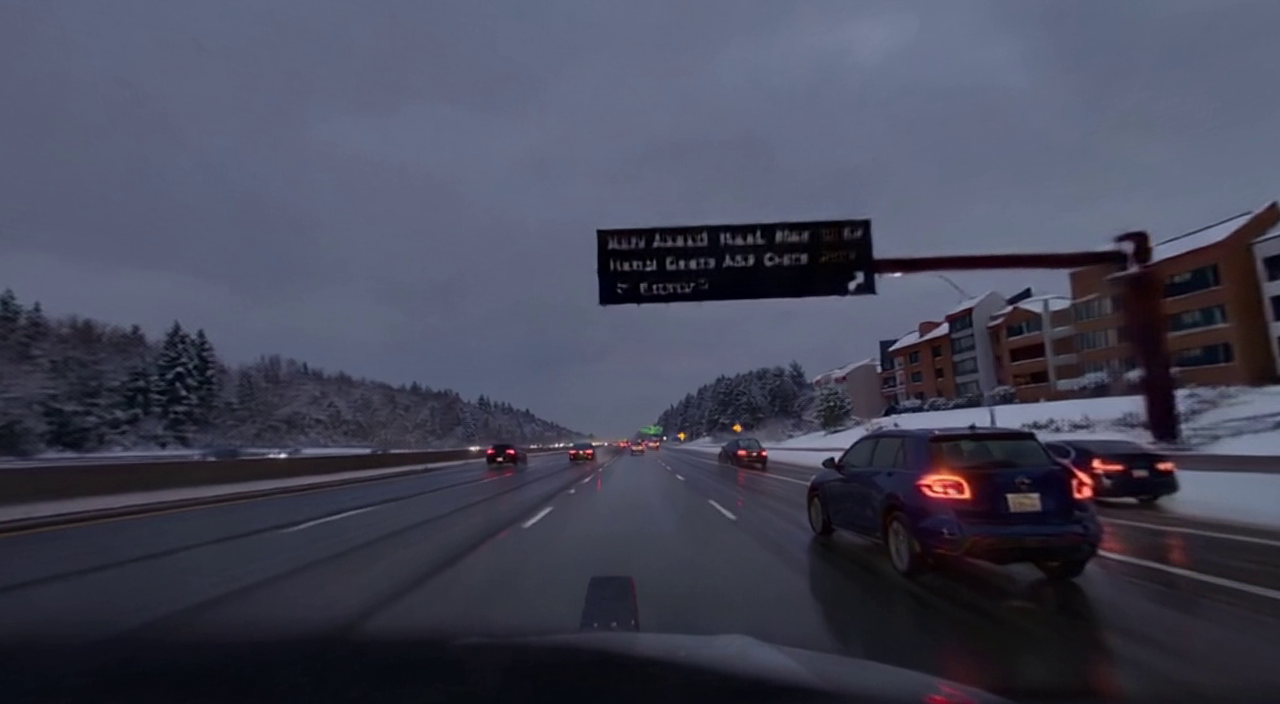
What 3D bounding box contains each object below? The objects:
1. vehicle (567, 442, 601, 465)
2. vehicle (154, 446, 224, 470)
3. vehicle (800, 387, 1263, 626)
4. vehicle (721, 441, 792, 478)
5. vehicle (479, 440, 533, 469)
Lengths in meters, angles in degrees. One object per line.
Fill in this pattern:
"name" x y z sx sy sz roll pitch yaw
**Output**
"vehicle" -3.764 6.897 43.197 2.002 1.466 4.378 0 -9 0
"vehicle" -31.131 7.301 43.704 1.806 1.503 4.039 0 -9 0
"vehicle" 3.359 1.419 6.731 2.080 1.694 4.286 0 -9 -1
"vehicle" 4.883 4.565 27.150 2.061 1.459 4.273 1 -9 -3
"vehicle" -7.551 5.827 36.055 2.021 1.496 4.495 0 -9 1
